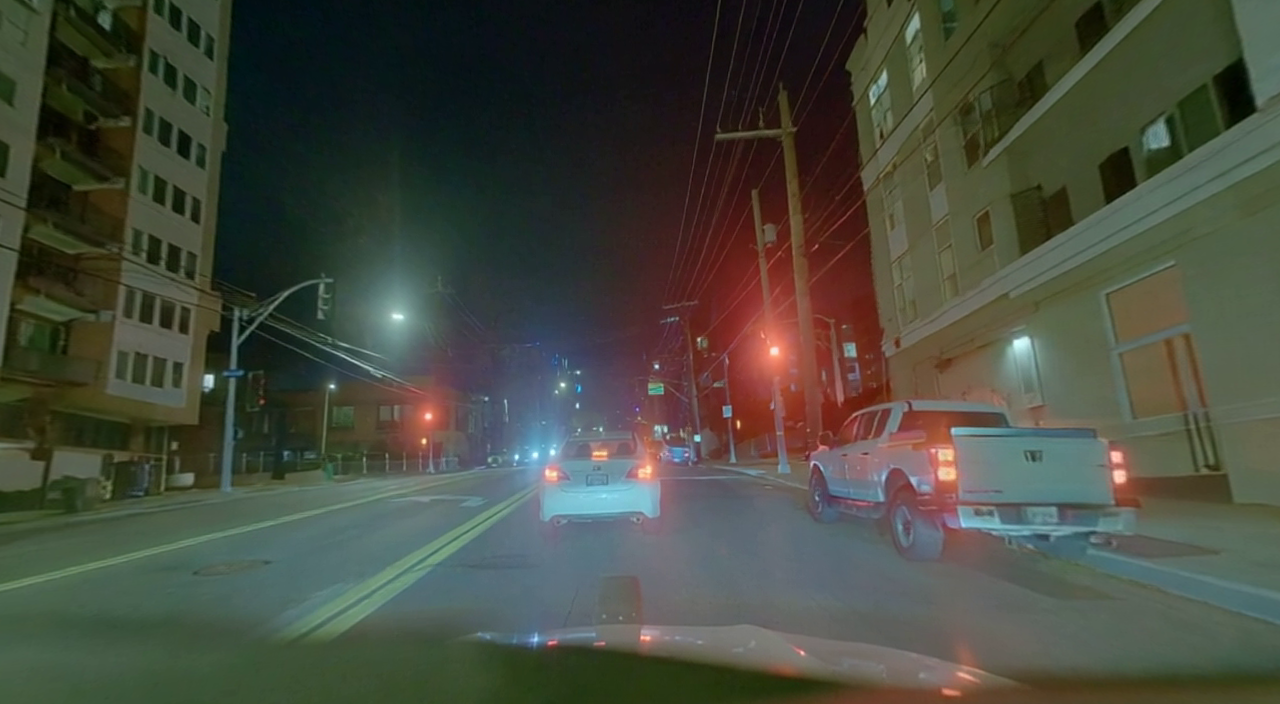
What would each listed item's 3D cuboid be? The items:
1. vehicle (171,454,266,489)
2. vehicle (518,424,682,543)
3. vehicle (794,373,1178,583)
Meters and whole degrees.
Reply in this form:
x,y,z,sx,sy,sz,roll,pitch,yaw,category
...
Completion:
x,y,z,sx,sy,sz,roll,pitch,yaw,category
-25.334,7.196,38.054,4.337,1.739,1.981,-5,-11,2,vehicle
-0.489,1.920,9.940,2.019,1.453,4.129,0,-8,0,vehicle
3.835,1.518,8.451,2.248,1.945,5.011,0,-8,0,vehicle
